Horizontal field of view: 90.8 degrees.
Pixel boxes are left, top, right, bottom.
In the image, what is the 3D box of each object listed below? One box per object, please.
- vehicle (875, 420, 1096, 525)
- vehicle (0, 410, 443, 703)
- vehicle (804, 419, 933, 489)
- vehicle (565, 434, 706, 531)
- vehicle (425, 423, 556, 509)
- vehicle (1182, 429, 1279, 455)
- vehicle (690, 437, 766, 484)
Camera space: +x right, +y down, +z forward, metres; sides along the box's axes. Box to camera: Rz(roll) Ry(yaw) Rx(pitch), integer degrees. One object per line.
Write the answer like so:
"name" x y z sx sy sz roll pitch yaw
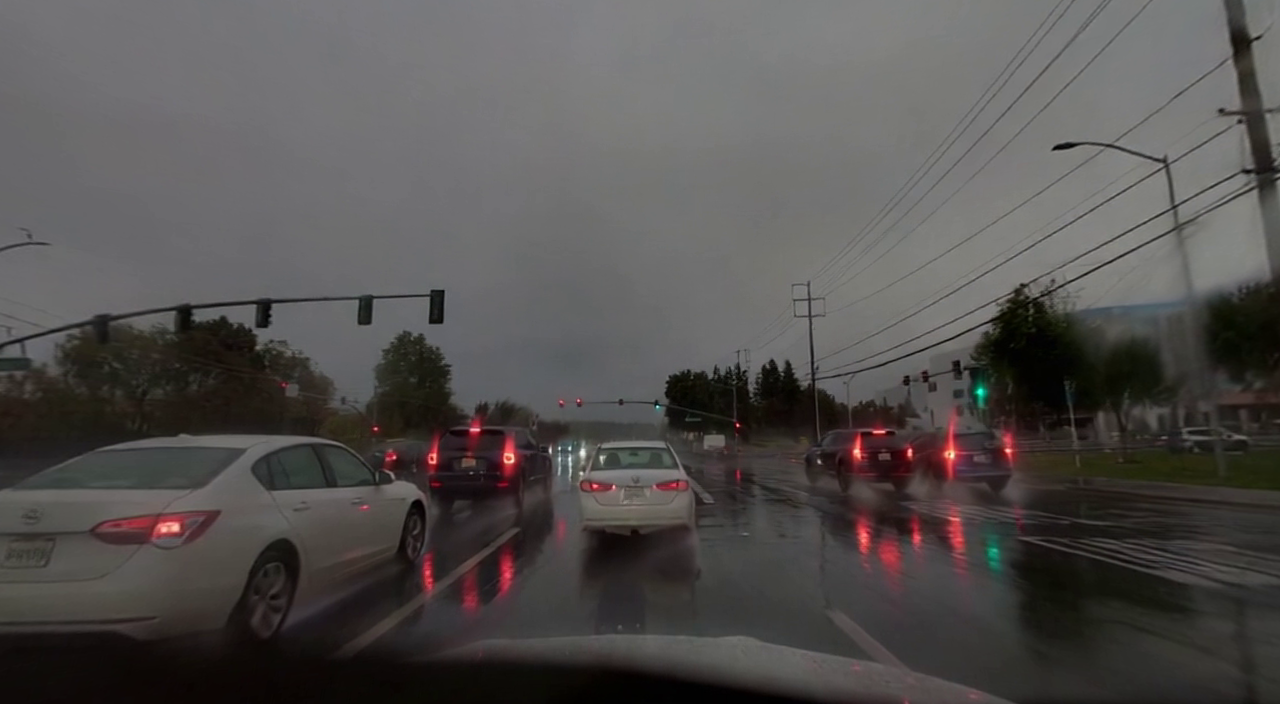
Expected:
"vehicle" 6.473 2.296 12.529 1.945 1.706 4.190 0 -9 -1
"vehicle" -3.186 1.315 4.981 1.837 1.463 4.311 0 -8 1
"vehicle" 7.235 3.318 20.746 2.156 1.982 5.358 0 -9 -1
"vehicle" -0.090 2.245 11.449 2.098 1.431 3.958 0 -8 -1
"vehicle" -3.325 2.647 15.068 2.033 1.714 4.278 0 -8 1
"vehicle" 41.880 6.365 44.578 5.147 1.774 2.049 -1 -9 3
"vehicle" 3.074 3.890 23.015 1.987 1.515 4.521 0 -8 -2
